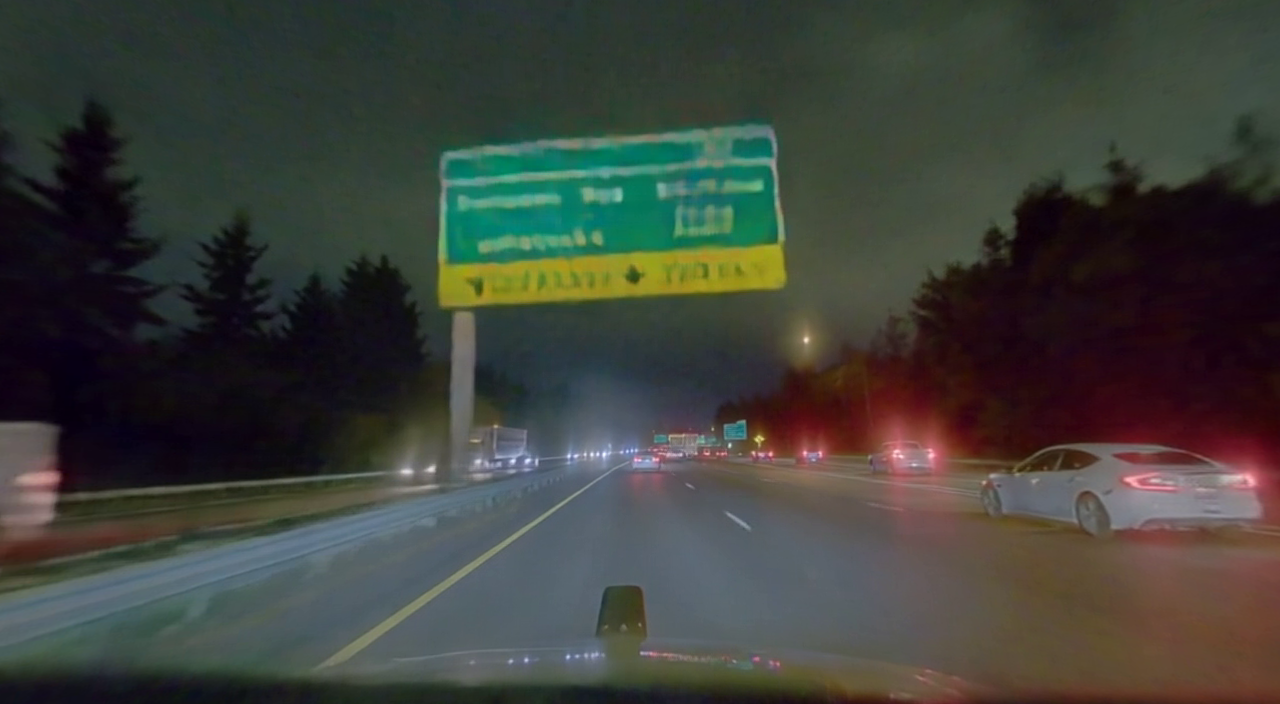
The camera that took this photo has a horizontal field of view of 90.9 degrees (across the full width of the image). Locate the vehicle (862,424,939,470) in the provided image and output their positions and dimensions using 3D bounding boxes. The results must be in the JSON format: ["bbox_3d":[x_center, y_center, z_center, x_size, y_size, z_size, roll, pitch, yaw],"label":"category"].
[{"bbox_3d":[14.759,5.450,36.113,2.115,2.446,5.323,0,-9,0],"label":"vehicle"}]

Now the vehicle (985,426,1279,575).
[{"bbox_3d":[7.179,1.883,8.823,1.977,1.502,4.670,0,-9,-1],"label":"vehicle"}]

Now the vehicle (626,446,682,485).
[{"bbox_3d":[0.544,4.757,26.682,2.177,1.520,4.278,0,-9,0],"label":"vehicle"}]

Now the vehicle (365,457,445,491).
[{"bbox_3d":[-11.525,5.982,31.281,2.285,1.503,4.397,0,-9,0],"label":"vehicle"}]
